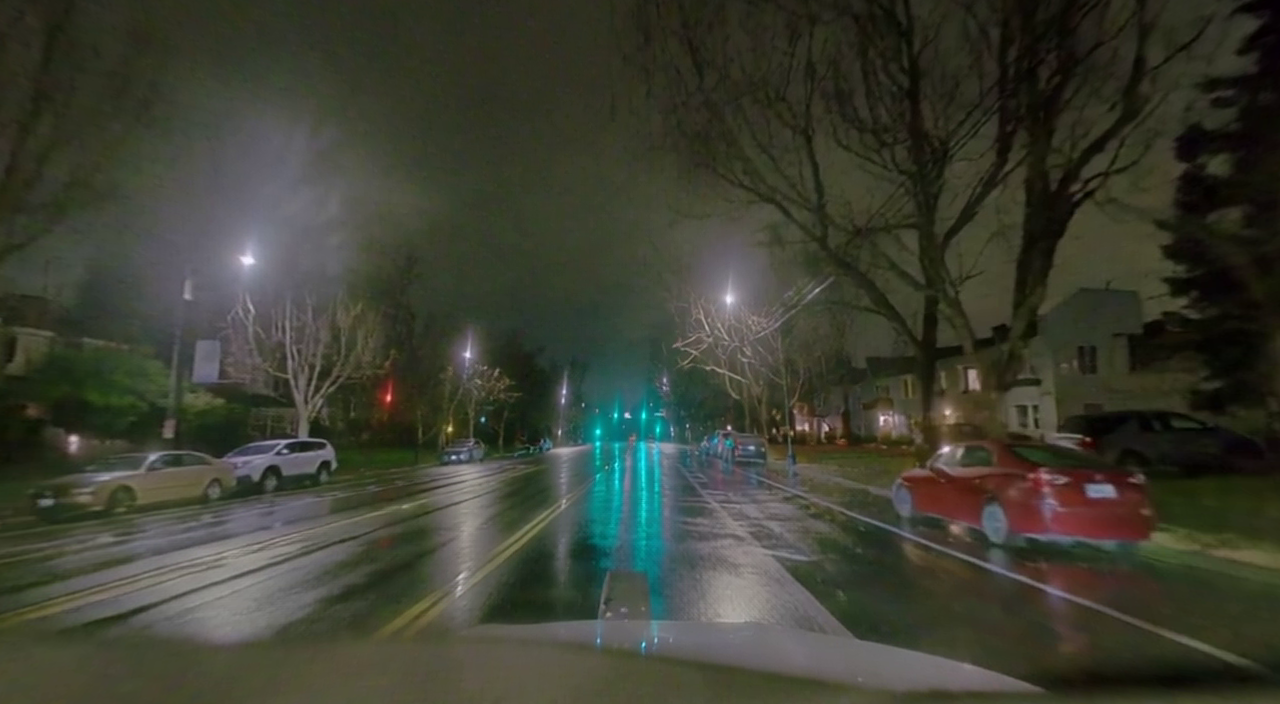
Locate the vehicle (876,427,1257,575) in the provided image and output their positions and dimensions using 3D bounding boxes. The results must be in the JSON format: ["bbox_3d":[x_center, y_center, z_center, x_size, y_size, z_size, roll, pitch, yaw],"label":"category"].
[{"bbox_3d":[5.079,1.834,8.452,2.059,1.449,4.168,0,-9,-2],"label":"vehicle"}]

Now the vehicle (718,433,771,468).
[{"bbox_3d":[5.253,5.005,32.316,1.885,1.603,5.235,0,-8,1],"label":"vehicle"}]

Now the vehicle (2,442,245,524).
[{"bbox_3d":[-12.008,3.006,15.215,1.940,1.496,4.654,-2,-7,0],"label":"vehicle"}]

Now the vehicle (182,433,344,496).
[{"bbox_3d":[-11.967,3.587,20.524,2.228,1.766,4.770,0,-8,1],"label":"vehicle"}]

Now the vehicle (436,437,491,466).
[{"bbox_3d":[-11.469,6.482,41.203,2.054,1.704,4.710,-3,-8,2],"label":"vehicle"}]
